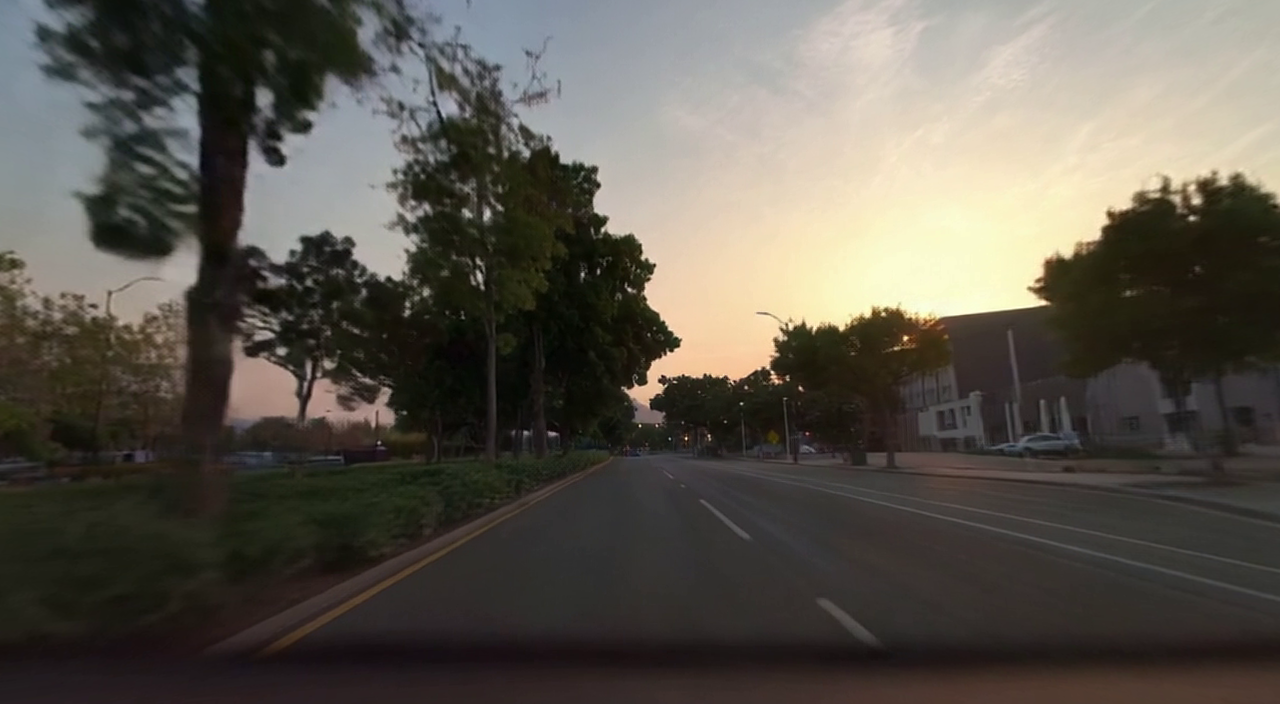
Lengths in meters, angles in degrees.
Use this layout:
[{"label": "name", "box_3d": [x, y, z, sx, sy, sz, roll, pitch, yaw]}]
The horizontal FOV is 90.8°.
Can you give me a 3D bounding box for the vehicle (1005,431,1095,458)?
[{"label": "vehicle", "box_3d": [29.202, 6.616, 45.143, 4.924, 1.901, 2.095, 0, -9, 0]}]
